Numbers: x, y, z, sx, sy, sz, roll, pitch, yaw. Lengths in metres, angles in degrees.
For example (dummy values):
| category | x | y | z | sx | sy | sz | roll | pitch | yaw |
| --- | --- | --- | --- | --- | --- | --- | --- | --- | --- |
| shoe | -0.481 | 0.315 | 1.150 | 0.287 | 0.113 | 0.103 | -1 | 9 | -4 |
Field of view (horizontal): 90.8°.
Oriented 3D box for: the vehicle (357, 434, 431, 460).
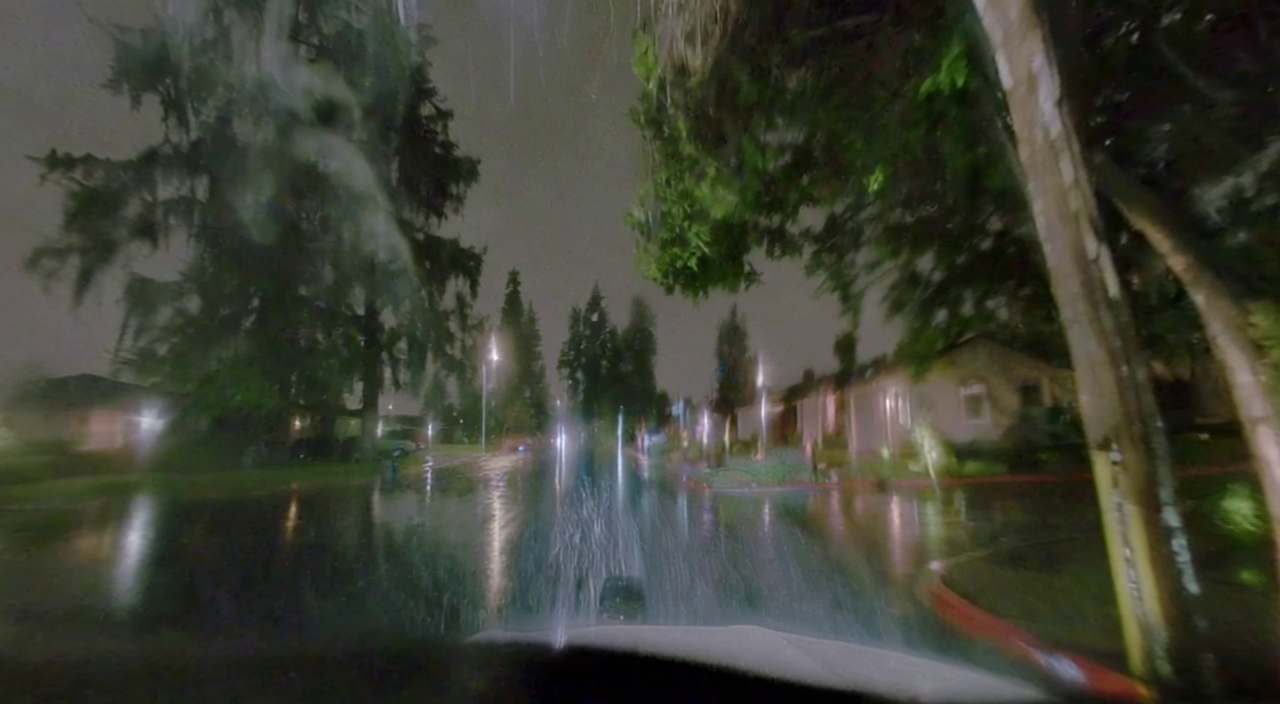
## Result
| category | x | y | z | sx | sy | sz | roll | pitch | yaw |
| --- | --- | --- | --- | --- | --- | --- | --- | --- | --- |
| vehicle | -17.548 | 6.793 | 45.215 | 4.559 | 1.745 | 1.918 | 1 | -9 | -6 |

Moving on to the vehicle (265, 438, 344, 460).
| category | x | y | z | sx | sy | sz | roll | pitch | yaw |
| --- | --- | --- | --- | --- | --- | --- | --- | --- | --- |
| vehicle | -23.847 | 6.930 | 45.075 | 4.531 | 1.470 | 1.855 | 0 | -9 | -3 |
